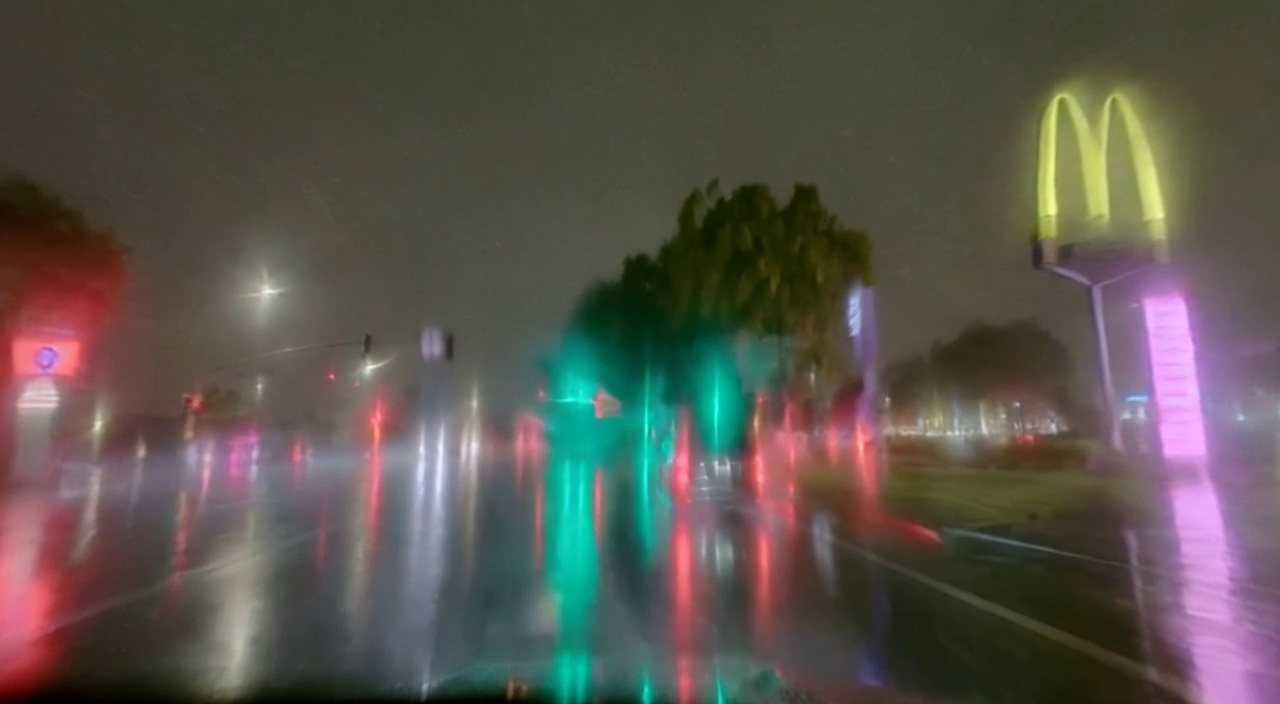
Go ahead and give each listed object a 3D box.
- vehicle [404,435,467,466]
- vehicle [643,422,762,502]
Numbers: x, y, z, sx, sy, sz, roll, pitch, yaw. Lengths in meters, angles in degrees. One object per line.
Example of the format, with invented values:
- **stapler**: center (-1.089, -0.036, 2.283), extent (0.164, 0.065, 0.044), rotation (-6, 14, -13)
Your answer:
- **vehicle**: center (-10.353, 5.019, 32.261), extent (1.924, 1.458, 4.448), rotation (0, -8, -3)
- **vehicle**: center (1.343, 2.656, 15.595), extent (2.230, 1.683, 4.204), rotation (0, -8, -4)
